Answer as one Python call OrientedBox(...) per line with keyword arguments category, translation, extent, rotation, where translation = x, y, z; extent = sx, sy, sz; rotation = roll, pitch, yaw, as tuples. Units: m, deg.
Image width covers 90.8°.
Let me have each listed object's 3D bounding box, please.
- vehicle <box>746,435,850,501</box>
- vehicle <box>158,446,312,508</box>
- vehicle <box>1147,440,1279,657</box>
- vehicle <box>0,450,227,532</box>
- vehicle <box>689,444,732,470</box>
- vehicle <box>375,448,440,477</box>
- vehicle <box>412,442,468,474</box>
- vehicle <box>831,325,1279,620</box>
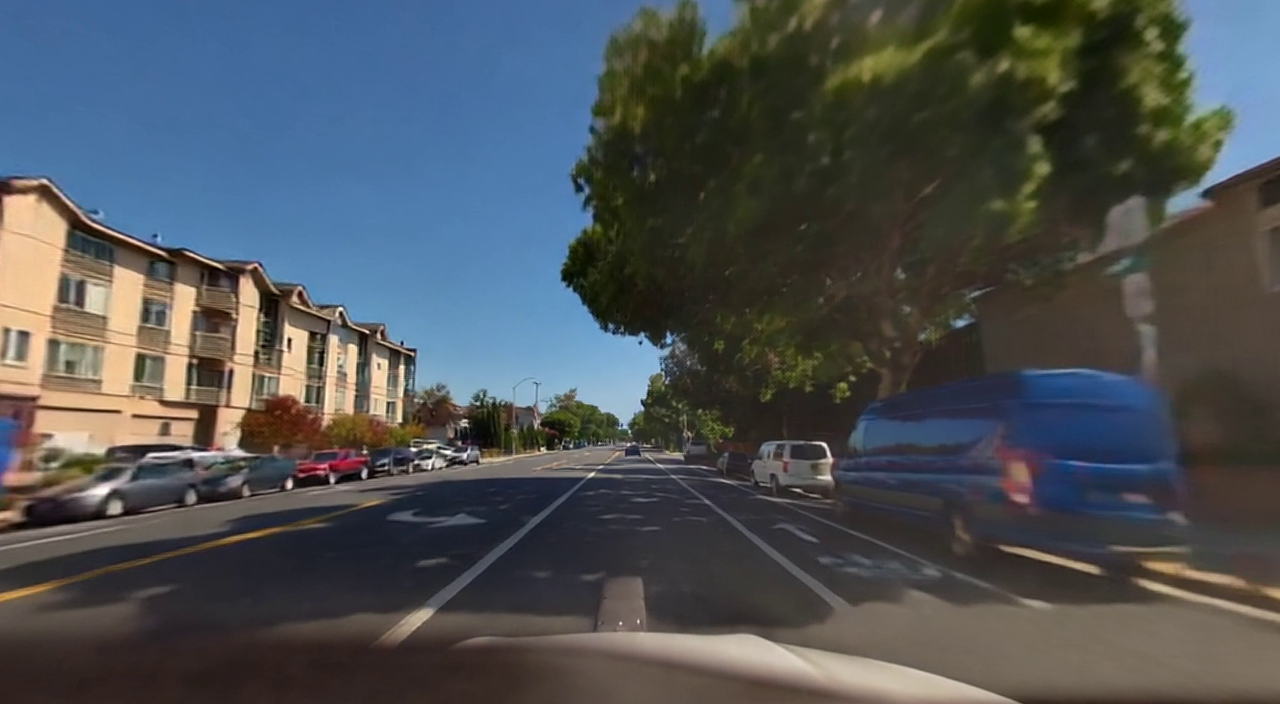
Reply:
OrientedBox(category="vehicle", translation=(4.586, 3.411, 19.135), extent=(1.927, 1.718, 4.679), rotation=(0, -8, 0))
OrientedBox(category="vehicle", translation=(-12.793, 3.927, 20.417), extent=(1.880, 1.583, 4.652), rotation=(-3, -8, 1))
OrientedBox(category="vehicle", translation=(5.568, 1.195, 3.245), extent=(1.848, 1.468, 4.332), rotation=(2, -9, -12))
OrientedBox(category="vehicle", translation=(-12.408, 3.220, 15.349), extent=(1.892, 1.472, 4.523), rotation=(-2, -7, -3))
OrientedBox(category="vehicle", translation=(4.255, 6.427, 38.861), extent=(1.923, 1.493, 4.628), rotation=(1, -8, -2))
OrientedBox(category="vehicle", translation=(-12.952, 6.177, 35.561), extent=(1.954, 1.491, 4.633), rotation=(0, -8, -1))
OrientedBox(category="vehicle", translation=(-12.940, 6.864, 41.310), extent=(2.149, 1.865, 5.247), rotation=(-2, -8, -2))
OrientedBox(category="vehicle", translation=(4.898, 1.500, 8.746), extent=(2.414, 2.670, 5.833), rotation=(1, -8, -3))
